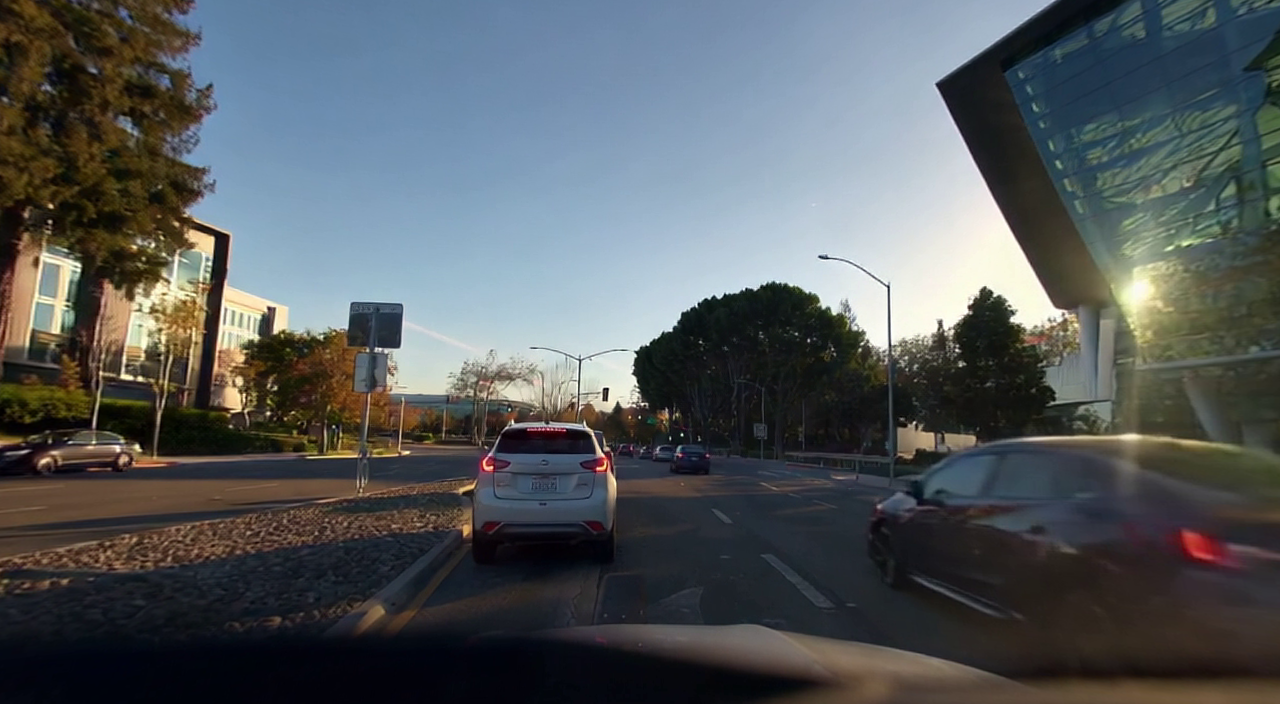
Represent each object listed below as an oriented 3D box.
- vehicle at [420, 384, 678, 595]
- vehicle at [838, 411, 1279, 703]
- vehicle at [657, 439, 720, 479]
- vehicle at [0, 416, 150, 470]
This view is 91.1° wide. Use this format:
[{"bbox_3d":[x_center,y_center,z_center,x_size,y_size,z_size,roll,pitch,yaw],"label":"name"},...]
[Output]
[{"bbox_3d":[-1.143,1.574,8.100,2.275,1.819,4.883,1,-9,-9],"label":"vehicle"},{"bbox_3d":[3.378,1.415,4.928,2.205,1.537,4.895,2,-8,2],"label":"vehicle"},{"bbox_3d":[2.311,5.262,31.107,2.301,1.716,4.856,3,-9,-5],"label":"vehicle"},{"bbox_3d":[-18.844,2.966,20.442,1.911,1.542,4.748,0,-9,1],"label":"vehicle"}]
